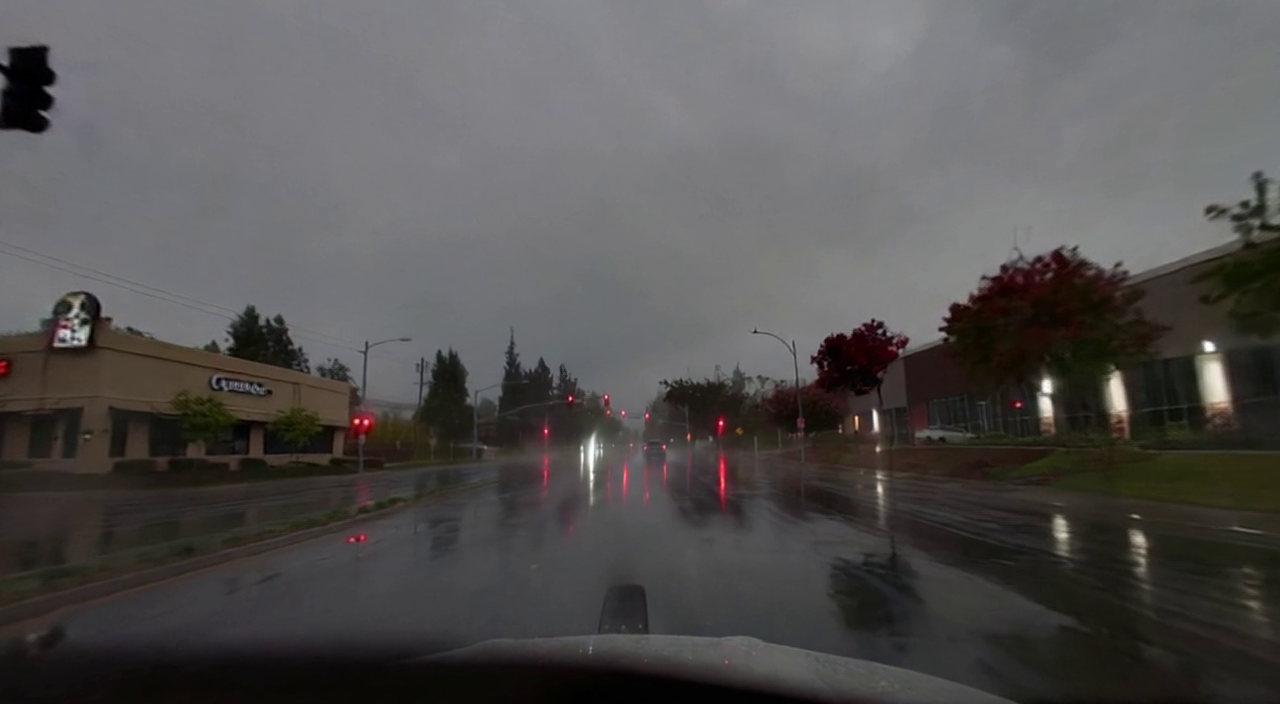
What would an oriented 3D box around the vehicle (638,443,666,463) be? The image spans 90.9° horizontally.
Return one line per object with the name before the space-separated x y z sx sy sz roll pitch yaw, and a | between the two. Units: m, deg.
vehicle | 0.869 7.690 48.100 2.028 1.478 4.545 0 -9 0
